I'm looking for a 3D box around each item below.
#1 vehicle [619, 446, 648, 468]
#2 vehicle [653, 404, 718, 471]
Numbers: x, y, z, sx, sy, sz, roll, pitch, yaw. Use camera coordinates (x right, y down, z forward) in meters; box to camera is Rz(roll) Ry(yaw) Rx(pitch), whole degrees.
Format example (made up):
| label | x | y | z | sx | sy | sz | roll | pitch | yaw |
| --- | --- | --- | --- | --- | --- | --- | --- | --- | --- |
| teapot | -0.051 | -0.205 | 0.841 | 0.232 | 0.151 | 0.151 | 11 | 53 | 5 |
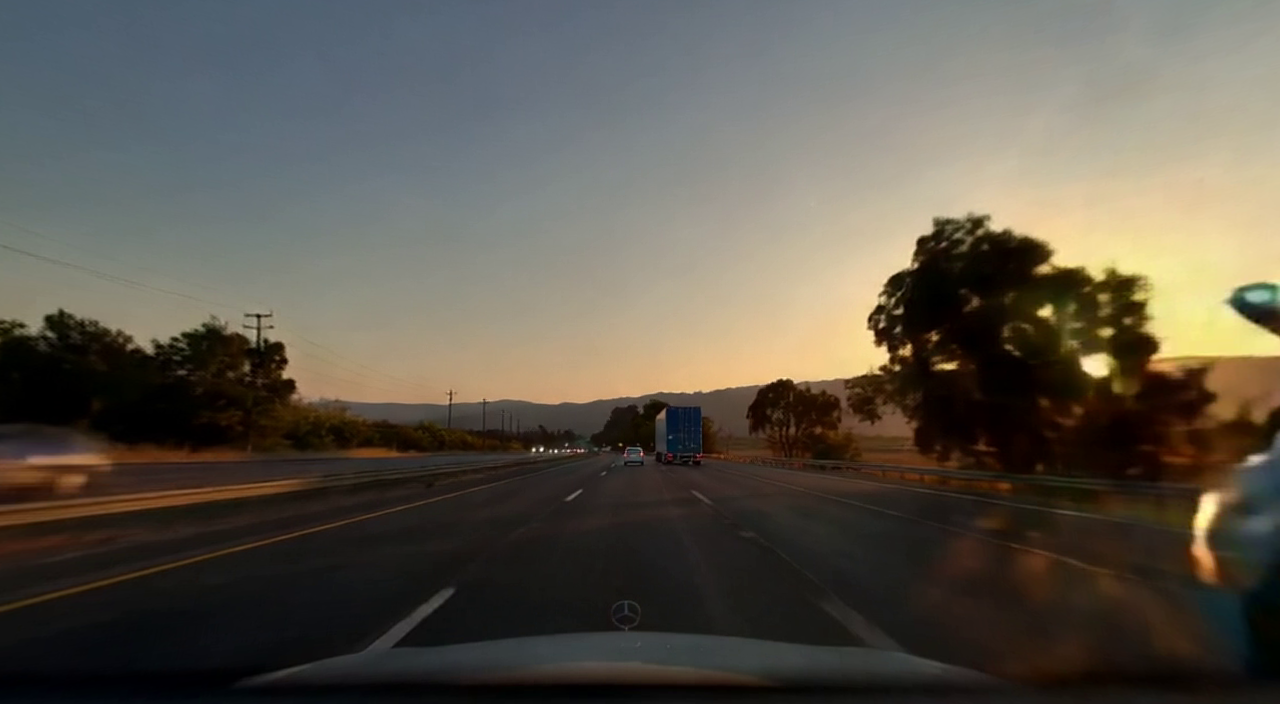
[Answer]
| label | x | y | z | sx | sy | sz | roll | pitch | yaw |
| --- | --- | --- | --- | --- | --- | --- | --- | --- | --- |
| vehicle | -0.481 | 7.247 | 43.719 | 1.898 | 1.438 | 4.053 | 0 | -9 | -1 |
| vehicle | 3.012 | 6.661 | 47.946 | 3.462 | 4.177 | 16.311 | 0 | -9 | -1 |
